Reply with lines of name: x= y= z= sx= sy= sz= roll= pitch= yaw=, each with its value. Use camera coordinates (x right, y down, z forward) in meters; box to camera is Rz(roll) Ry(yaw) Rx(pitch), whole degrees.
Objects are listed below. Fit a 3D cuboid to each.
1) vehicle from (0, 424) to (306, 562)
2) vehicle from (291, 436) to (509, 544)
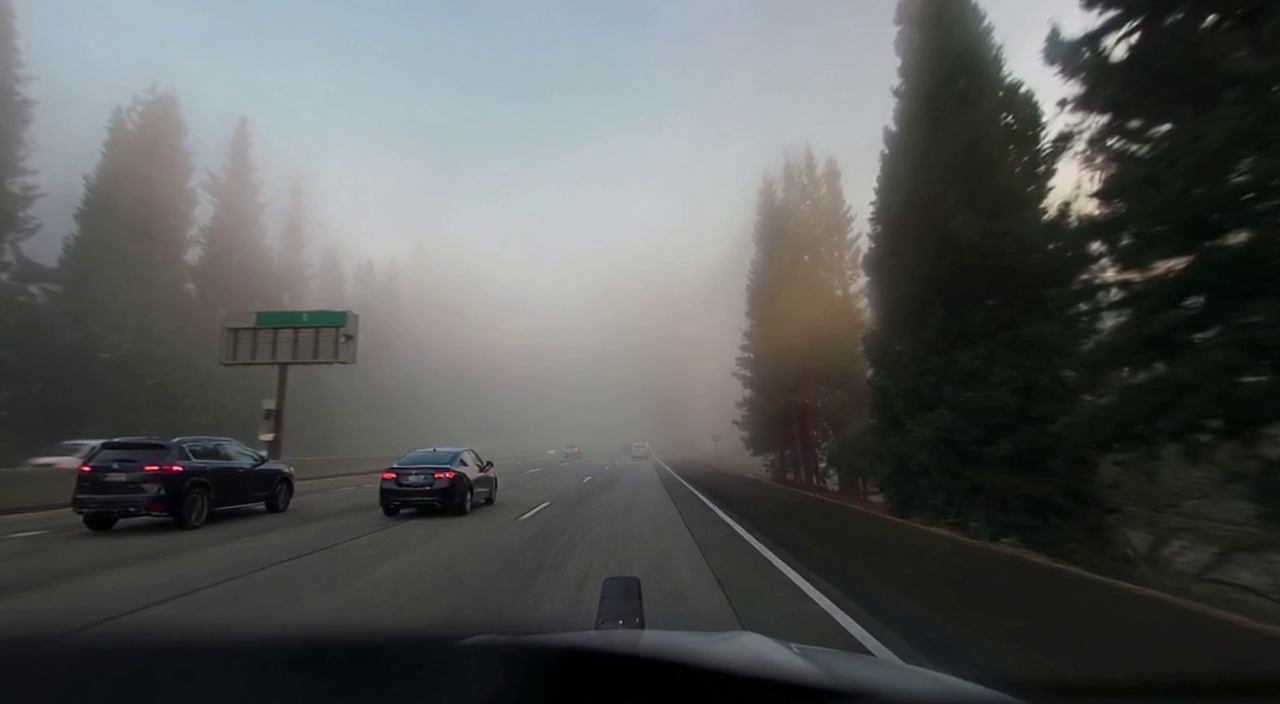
vehicle: x=-7.259 y=1.984 z=9.590 sx=2.007 sy=1.616 sz=4.141 roll=0 pitch=-9 yaw=1
vehicle: x=-4.010 y=2.381 z=11.600 sx=2.104 sy=1.558 sz=4.639 roll=0 pitch=-9 yaw=1
